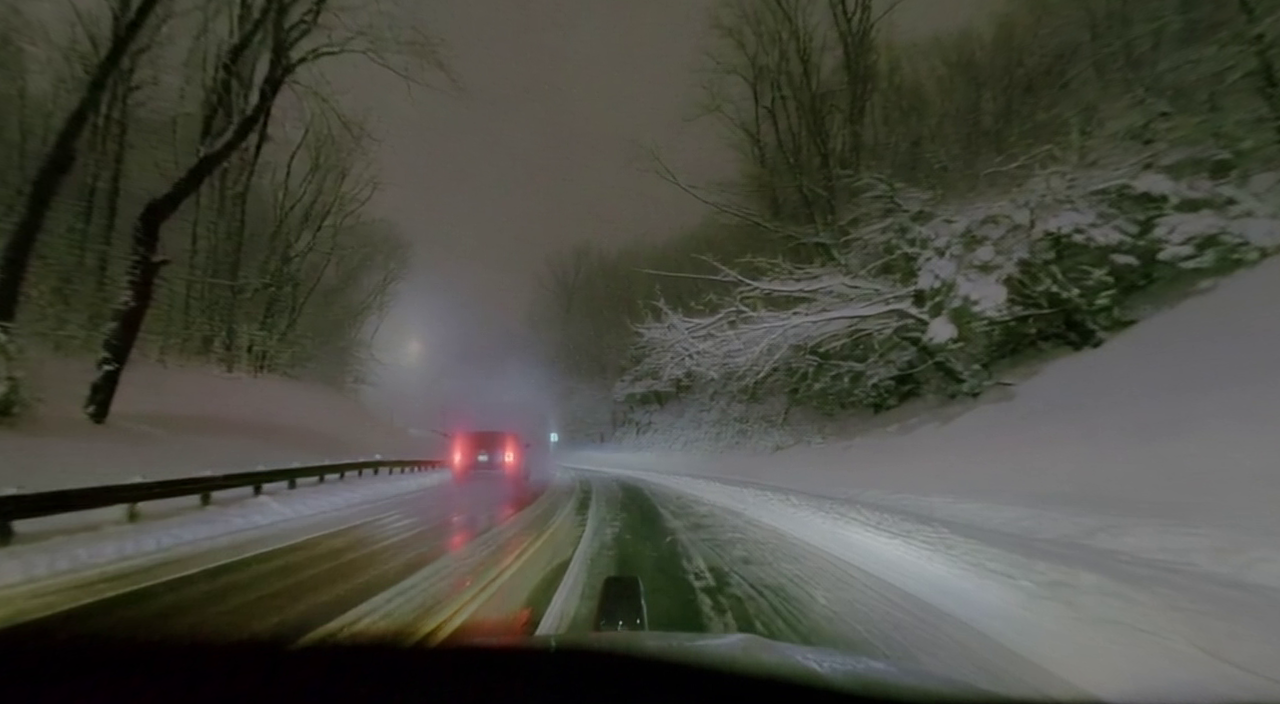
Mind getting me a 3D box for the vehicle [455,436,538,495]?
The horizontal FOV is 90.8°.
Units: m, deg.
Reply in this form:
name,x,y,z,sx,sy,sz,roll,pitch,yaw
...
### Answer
name,x,y,z,sx,sy,sz,roll,pitch,yaw
vehicle,-4.944,3.972,22.550,2.104,1.851,4.992,1,-8,-4
